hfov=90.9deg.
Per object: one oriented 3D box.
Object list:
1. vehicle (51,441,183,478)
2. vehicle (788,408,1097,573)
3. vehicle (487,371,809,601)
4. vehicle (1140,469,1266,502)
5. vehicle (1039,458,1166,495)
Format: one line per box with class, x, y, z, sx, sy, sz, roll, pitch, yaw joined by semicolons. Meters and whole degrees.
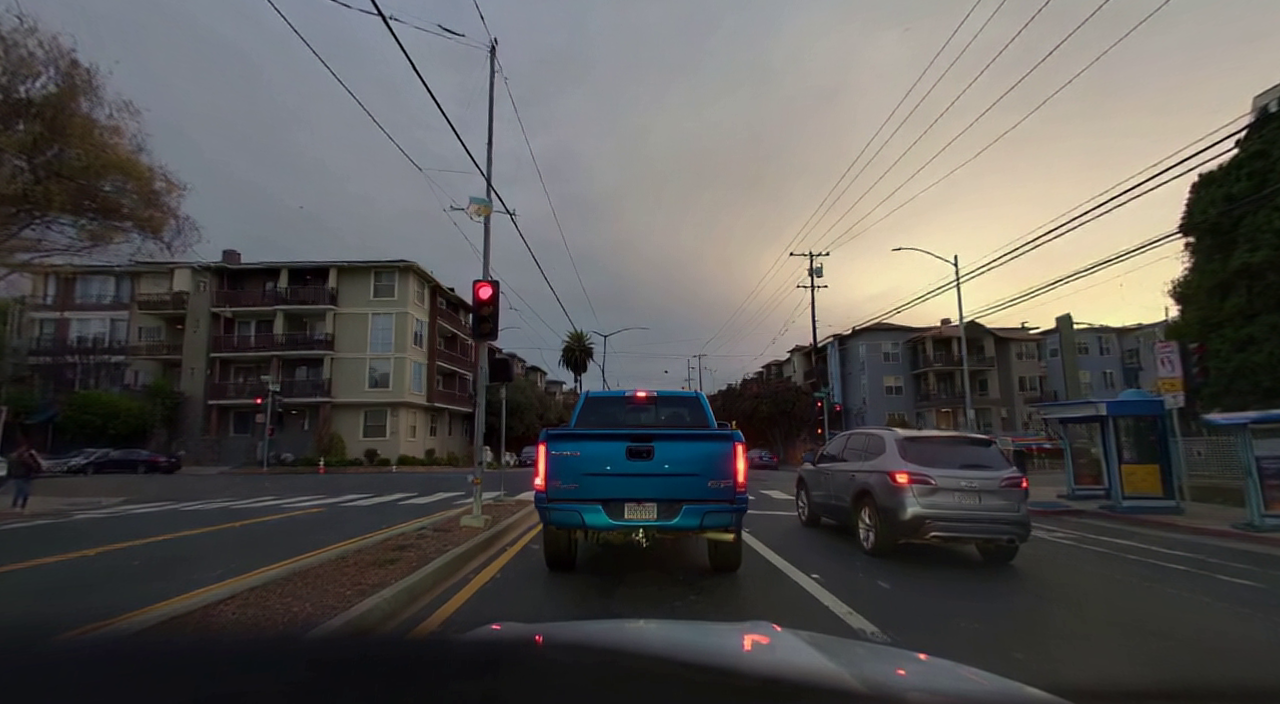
vehicle;-24.851;5.107;30.066;4.563;1.692;1.778;0;-8;-2
vehicle;3.835;1.848;9.259;2.131;1.759;4.762;0;-8;0
vehicle;0.099;1.512;8.003;2.738;1.959;5.070;0;-8;1
vehicle;26.399;6.255;29.660;4.071;1.388;1.884;0;-8;1
vehicle;21.803;5.873;29.845;4.498;1.618;1.843;0;-8;0
